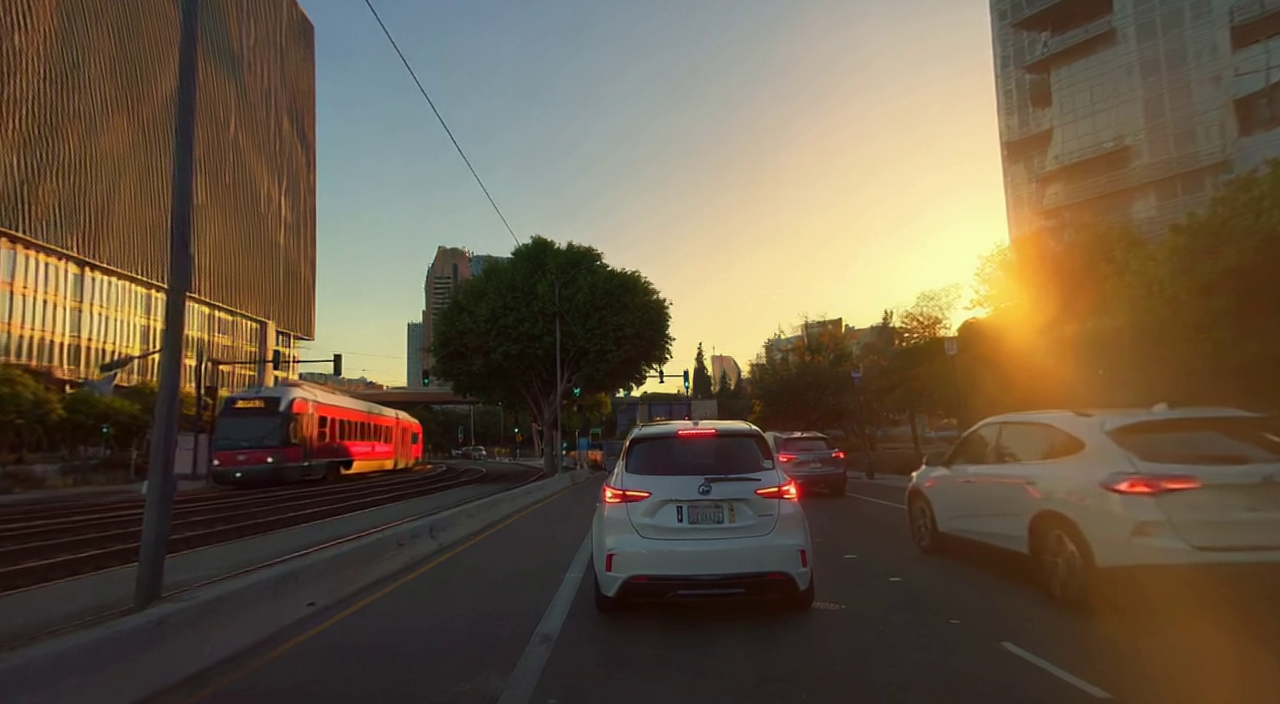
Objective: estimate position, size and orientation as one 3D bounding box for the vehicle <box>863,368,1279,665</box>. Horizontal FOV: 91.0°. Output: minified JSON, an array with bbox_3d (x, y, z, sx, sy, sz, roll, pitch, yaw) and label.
[{"bbox_3d":[4.284,1.350,6.345,2.165,1.760,5.064,0,-9,-1],"label":"vehicle"}]

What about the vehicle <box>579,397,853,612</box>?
[{"bbox_3d":[0.507,1.519,7.134,2.190,1.684,4.084,0,-9,-3],"label":"vehicle"}]
